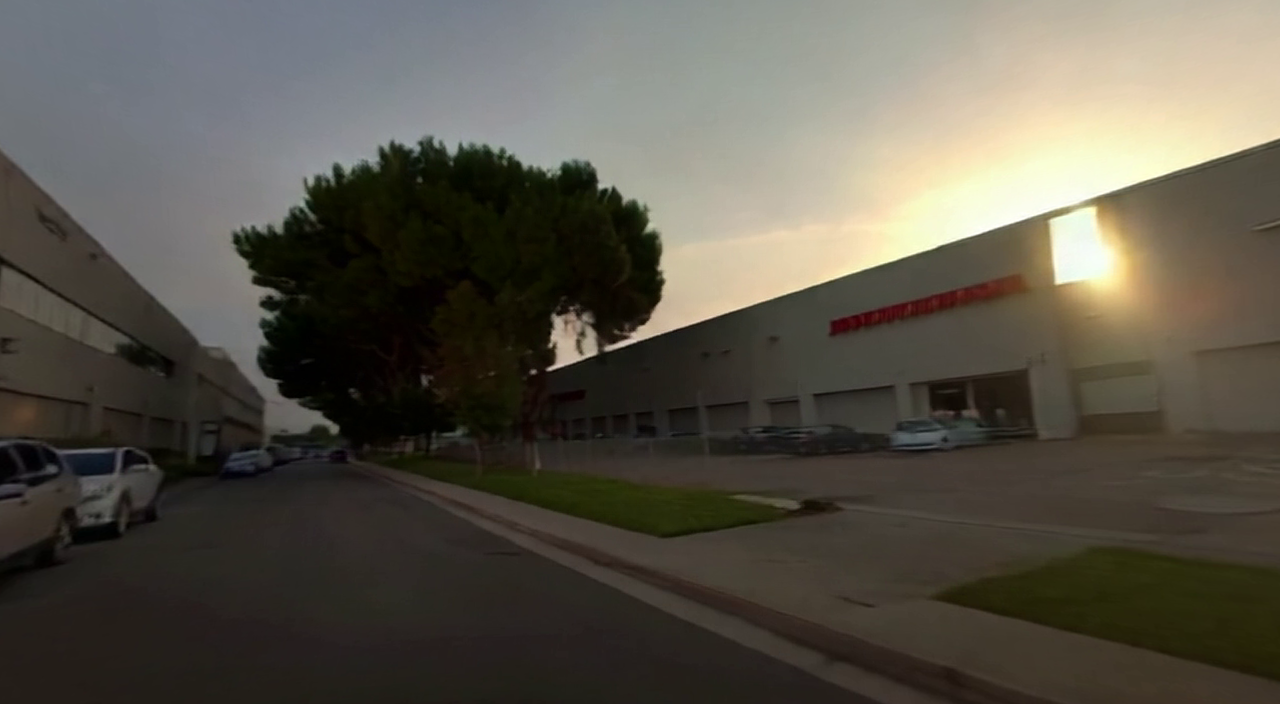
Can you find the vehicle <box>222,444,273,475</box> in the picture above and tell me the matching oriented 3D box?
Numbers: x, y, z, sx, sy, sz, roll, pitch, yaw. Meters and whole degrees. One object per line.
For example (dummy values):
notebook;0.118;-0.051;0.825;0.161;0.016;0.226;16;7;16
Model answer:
vehicle;-22.314;6.130;36.006;2.040;1.501;4.440;-1;-8;-26
